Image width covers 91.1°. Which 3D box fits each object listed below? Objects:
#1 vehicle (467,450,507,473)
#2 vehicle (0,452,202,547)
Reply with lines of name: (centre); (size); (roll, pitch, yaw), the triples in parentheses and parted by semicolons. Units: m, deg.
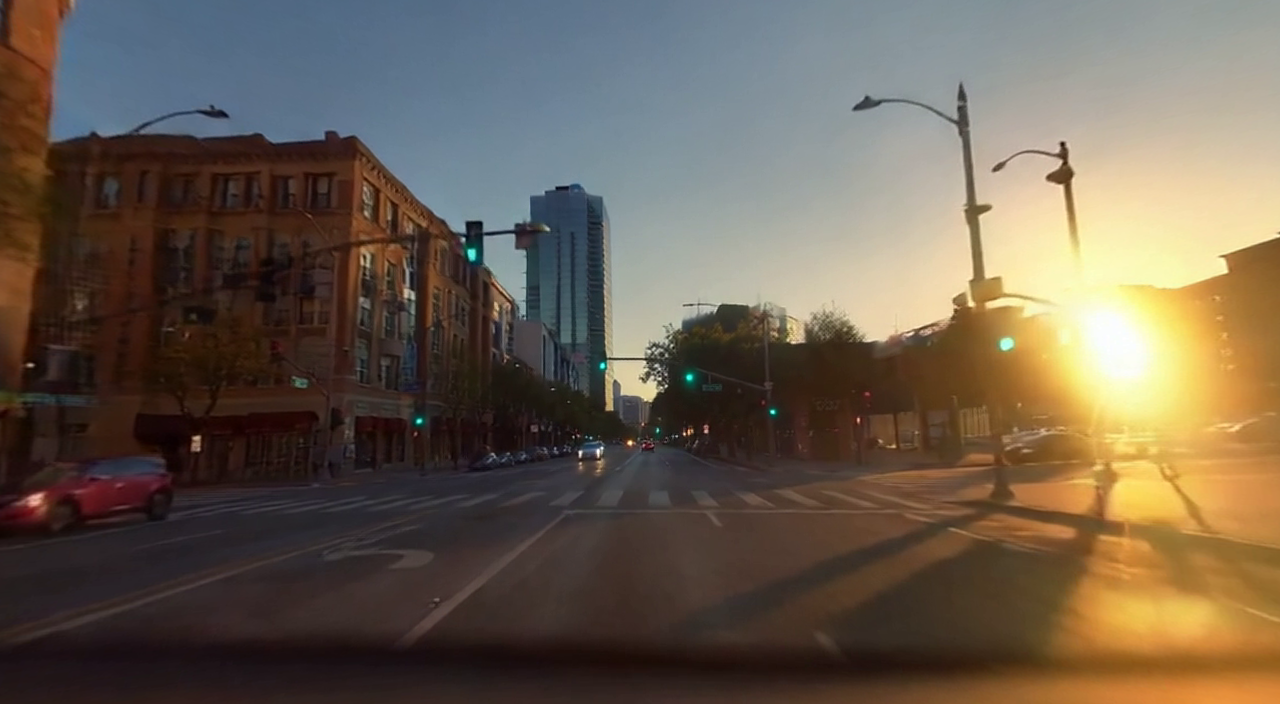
vehicle: (-11.794, 8.470, 48.731); (1.910, 1.511, 4.565); (-1, -7, 1)
vehicle: (-12.119, 3.114, 13.834); (1.956, 1.624, 4.186); (-3, -8, 0)
